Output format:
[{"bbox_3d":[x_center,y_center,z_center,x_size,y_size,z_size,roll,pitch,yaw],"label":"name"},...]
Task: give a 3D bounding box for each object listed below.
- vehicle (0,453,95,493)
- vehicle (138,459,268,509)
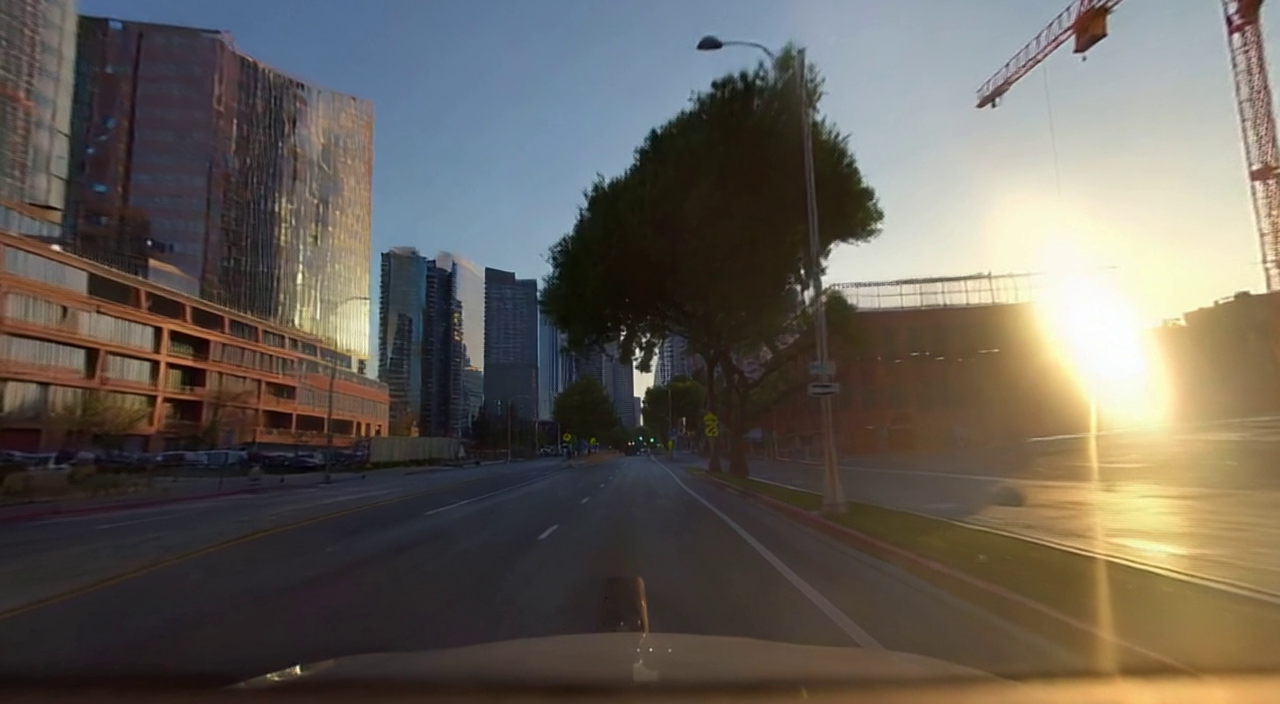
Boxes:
[{"bbox_3d":[-25.083,4.932,25.695,3.850,1.453,1.895,-1,-8,-1],"label":"vehicle"},{"bbox_3d":[-17.023,5.123,24.888,1.921,1.541,4.541,-2,-8,0],"label":"vehicle"}]
